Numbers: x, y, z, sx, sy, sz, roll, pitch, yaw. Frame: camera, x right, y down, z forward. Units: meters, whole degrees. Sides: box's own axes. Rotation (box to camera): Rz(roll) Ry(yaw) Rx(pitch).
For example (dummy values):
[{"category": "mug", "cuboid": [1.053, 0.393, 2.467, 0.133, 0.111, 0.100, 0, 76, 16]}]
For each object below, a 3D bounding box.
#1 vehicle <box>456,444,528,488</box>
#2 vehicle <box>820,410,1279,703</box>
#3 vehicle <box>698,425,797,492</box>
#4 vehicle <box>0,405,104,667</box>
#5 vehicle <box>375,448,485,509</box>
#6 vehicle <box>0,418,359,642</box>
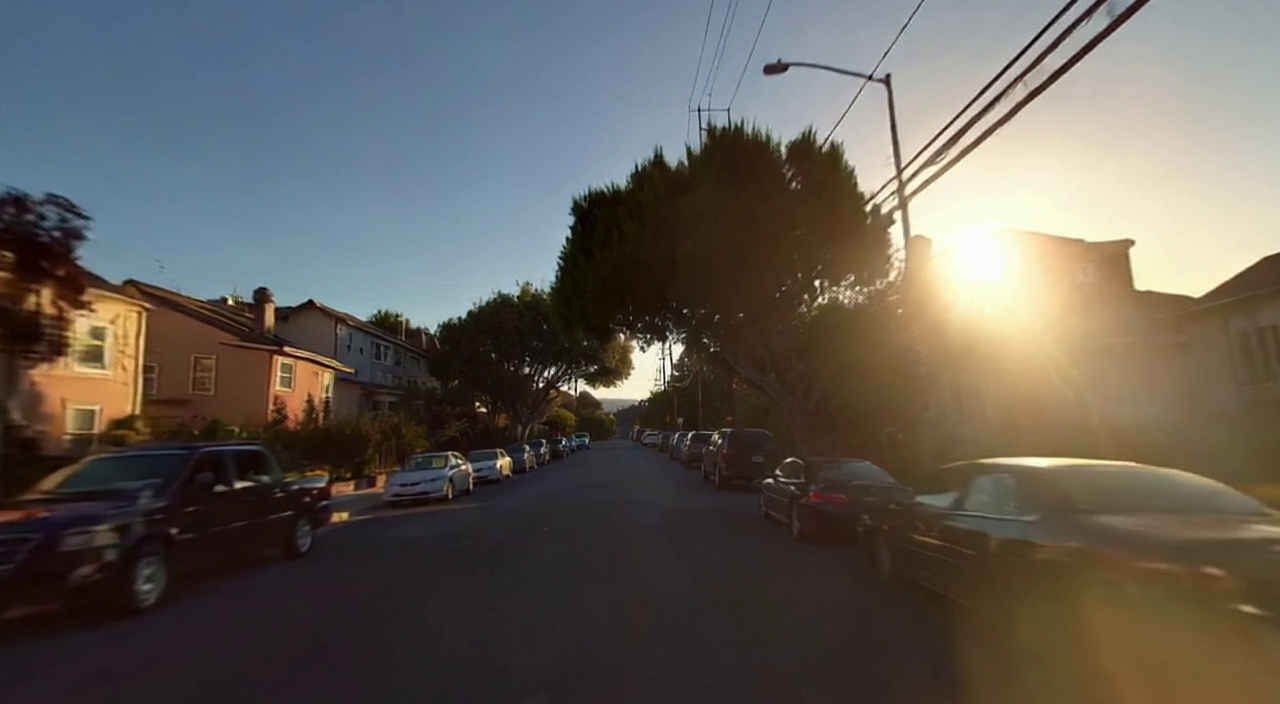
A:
[{"category": "vehicle", "cuboid": [-6.383, 4.929, 27.791, 1.924, 1.525, 4.688, -5, -8, 0]}, {"category": "vehicle", "cuboid": [3.292, 1.428, 5.094, 2.126, 1.448, 4.853, 0, -11, -1]}, {"category": "vehicle", "cuboid": [3.276, 3.398, 20.450, 2.107, 1.866, 5.199, 0, -9, -2]}, {"category": "vehicle", "cuboid": [-5.872, 1.088, 2.702, 2.184, 1.958, 5.757, 0, -9, -1]}, {"category": "vehicle", "cuboid": [-6.406, 3.863, 19.977, 2.002, 1.585, 5.080, -1, -8, -3]}, {"category": "vehicle", "cuboid": [-5.883, 2.013, 8.372, 2.096, 1.966, 4.944, -4, -8, -1]}]
